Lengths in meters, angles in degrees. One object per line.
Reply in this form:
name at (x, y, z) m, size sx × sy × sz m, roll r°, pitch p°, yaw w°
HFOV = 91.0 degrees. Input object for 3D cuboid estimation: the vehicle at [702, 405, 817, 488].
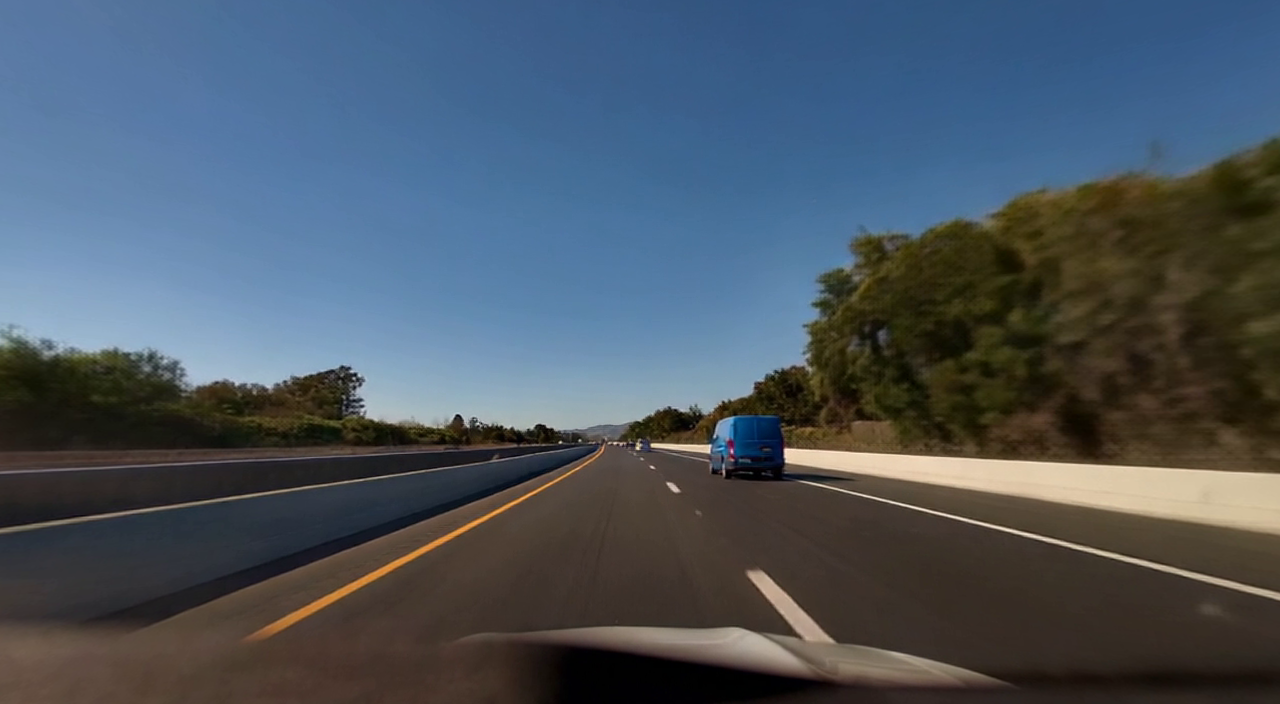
vehicle at (3.272, 2.728, 18.338) m, size 2.269 × 2.048 × 4.679 m, roll 0°, pitch -8°, yaw -2°

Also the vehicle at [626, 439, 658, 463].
vehicle at (0.119, 6.619, 42.287) m, size 2.005 × 1.466 × 3.739 m, roll -1°, pitch -8°, yaw 0°
